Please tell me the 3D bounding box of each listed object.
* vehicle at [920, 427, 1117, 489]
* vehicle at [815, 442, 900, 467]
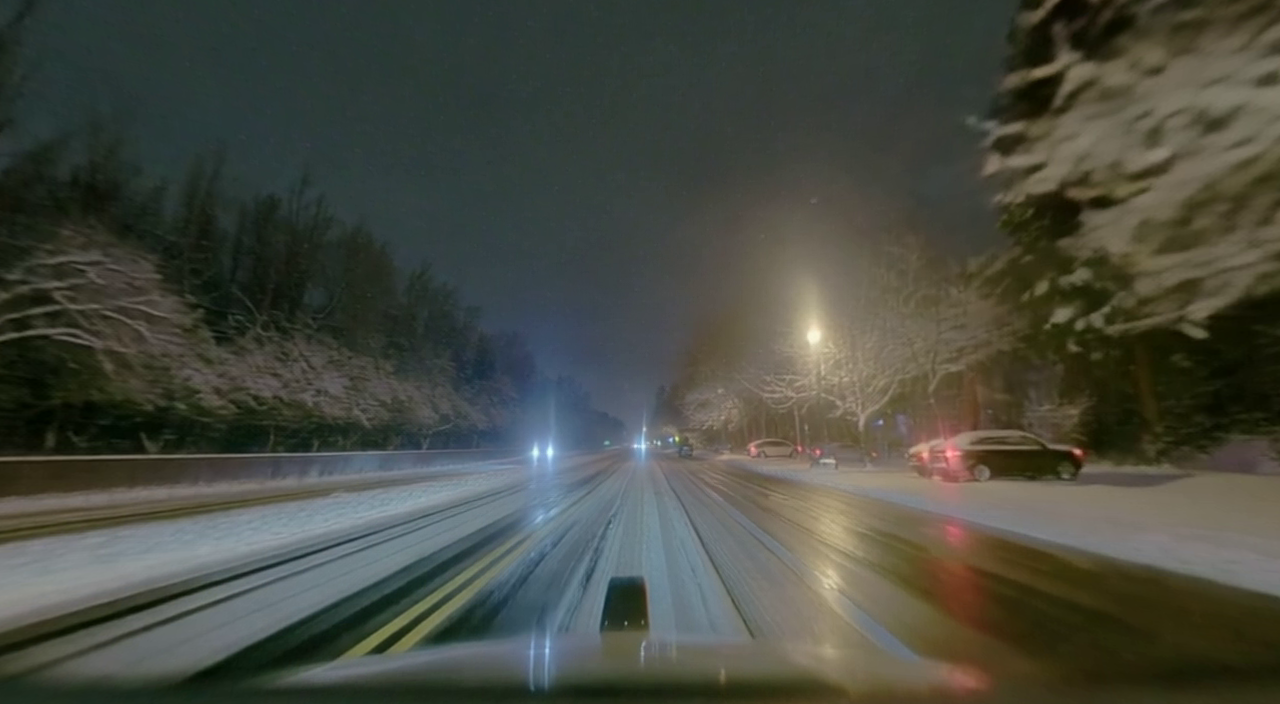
[{"bbox_3d":[11.039,3.122,18.674,4.493,1.705,2.034,0,-8,0],"label":"vehicle"},{"bbox_3d":[13.118,6.222,38.210,4.438,1.444,1.900,0,-8,0],"label":"vehicle"}]
